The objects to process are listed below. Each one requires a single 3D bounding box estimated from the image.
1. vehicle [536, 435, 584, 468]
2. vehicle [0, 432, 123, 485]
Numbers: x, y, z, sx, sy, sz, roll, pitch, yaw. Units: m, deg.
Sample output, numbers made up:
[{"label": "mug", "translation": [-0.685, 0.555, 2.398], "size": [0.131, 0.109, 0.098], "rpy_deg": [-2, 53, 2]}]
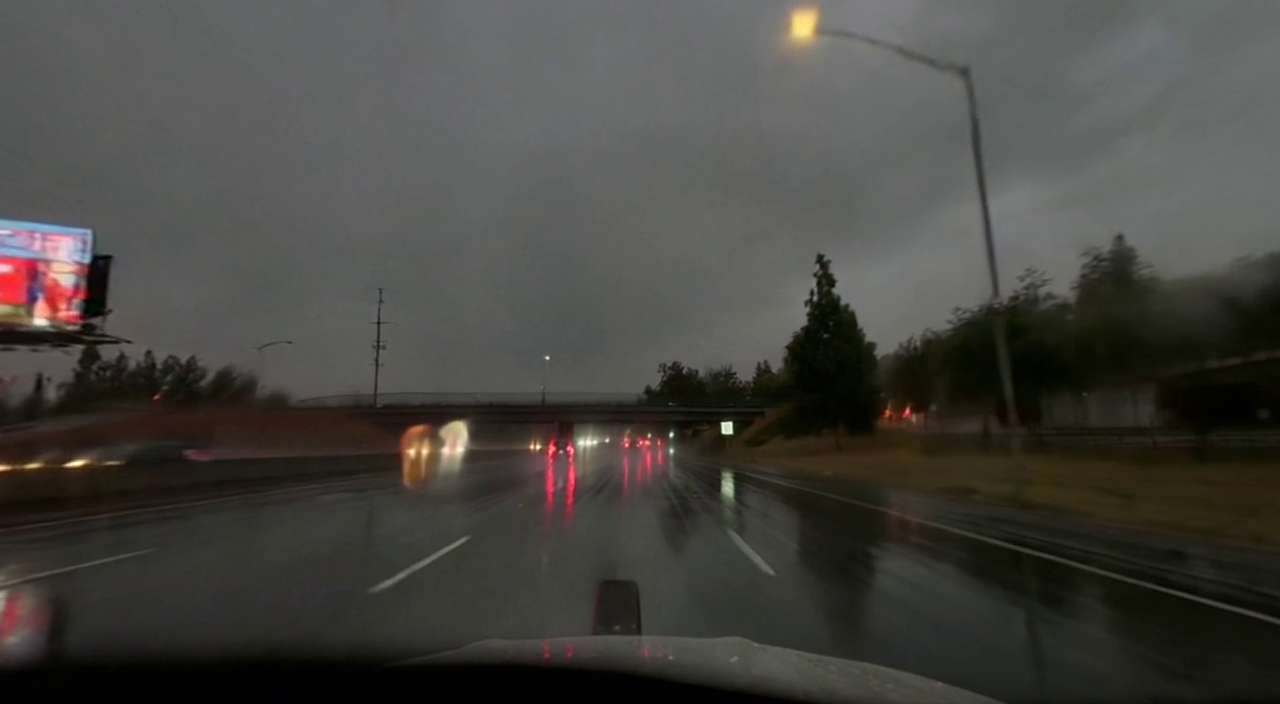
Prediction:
[{"label": "vehicle", "translation": [-4.454, 5.612, 35.811], "size": [2.102, 1.727, 4.704], "rpy_deg": [0, -8, 0]}, {"label": "vehicle", "translation": [-17.445, 3.091, 18.631], "size": [1.532, 1.391, 3.350], "rpy_deg": [0, -8, -1]}]
